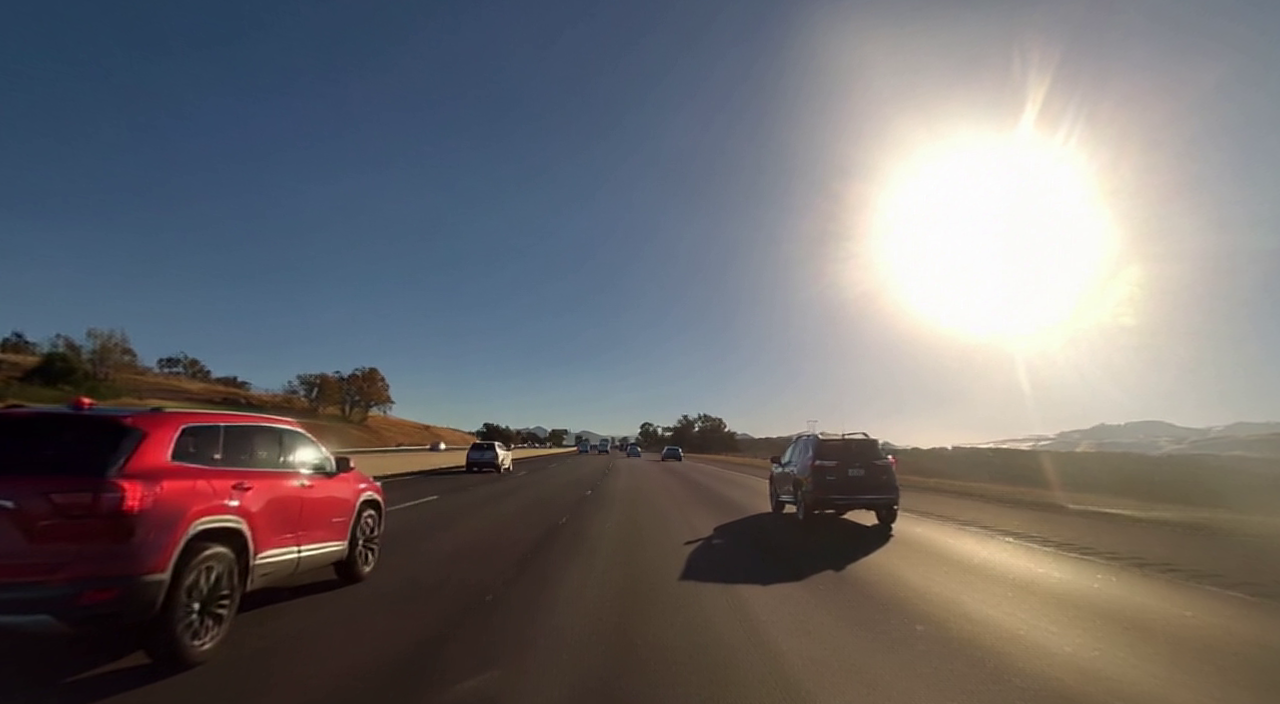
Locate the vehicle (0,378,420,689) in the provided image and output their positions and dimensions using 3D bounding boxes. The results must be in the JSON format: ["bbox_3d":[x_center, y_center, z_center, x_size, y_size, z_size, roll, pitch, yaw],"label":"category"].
[{"bbox_3d":[-4.011,1.360,5.870,2.214,1.743,4.465,-1,-9,1],"label":"vehicle"}]

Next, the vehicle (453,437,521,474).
[{"bbox_3d":[-7.493,5.113,31.278,2.095,1.696,4.680,-1,-9,1],"label":"vehicle"}]

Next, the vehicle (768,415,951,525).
[{"bbox_3d":[4.258,2.385,13.250,2.153,1.860,4.689,0,-9,0],"label":"vehicle"}]
